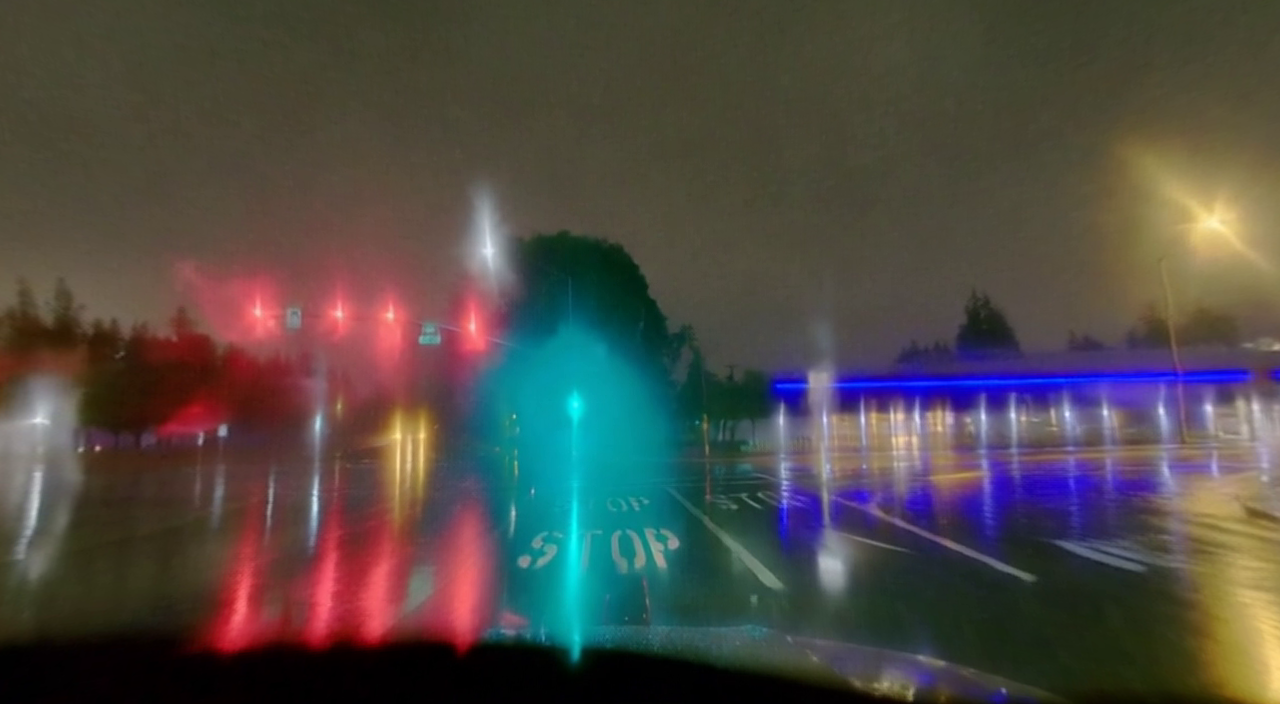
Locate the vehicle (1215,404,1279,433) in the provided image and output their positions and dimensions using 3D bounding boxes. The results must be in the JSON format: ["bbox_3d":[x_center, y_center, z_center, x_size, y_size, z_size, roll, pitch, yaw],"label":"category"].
[{"bbox_3d":[49.501,5.214,49.618,2.285,2.163,5.857,5,-9,-44],"label":"vehicle"}]
